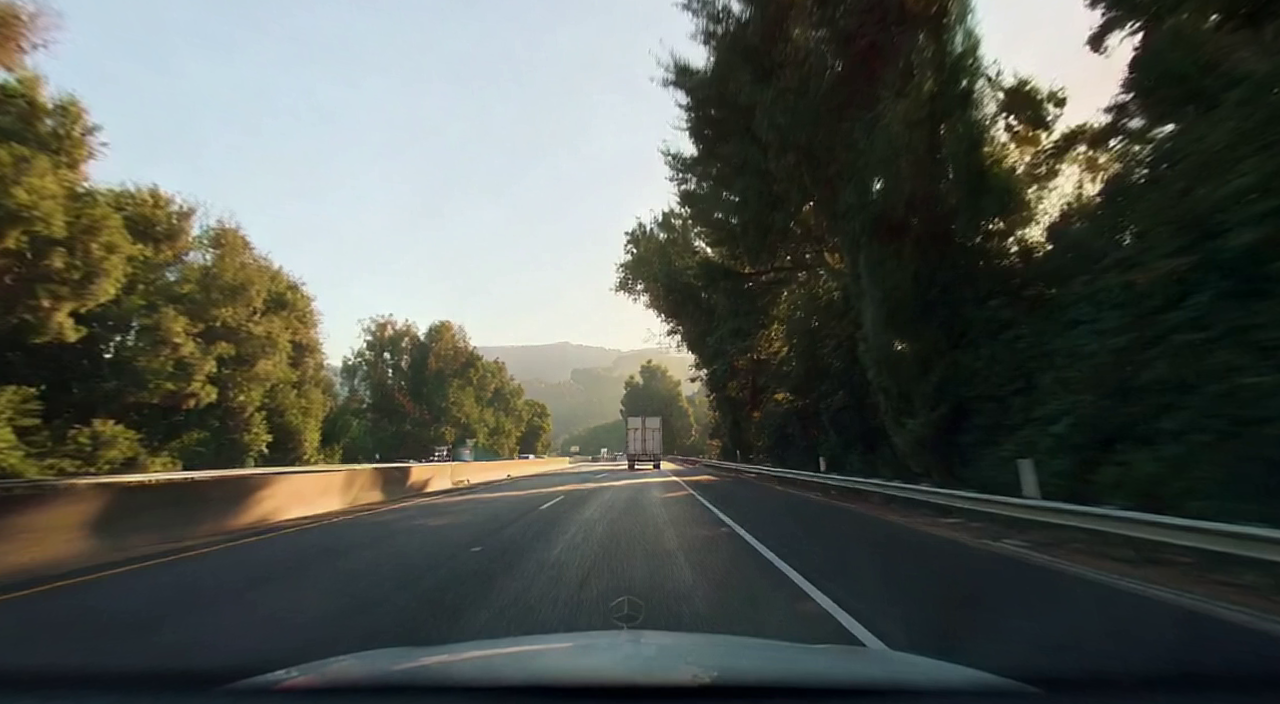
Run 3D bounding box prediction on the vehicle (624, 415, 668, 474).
[{"bbox_3d":[0.453,7.121,48.305,3.024,3.965,10.399,0,-9,0],"label":"vehicle"}]
